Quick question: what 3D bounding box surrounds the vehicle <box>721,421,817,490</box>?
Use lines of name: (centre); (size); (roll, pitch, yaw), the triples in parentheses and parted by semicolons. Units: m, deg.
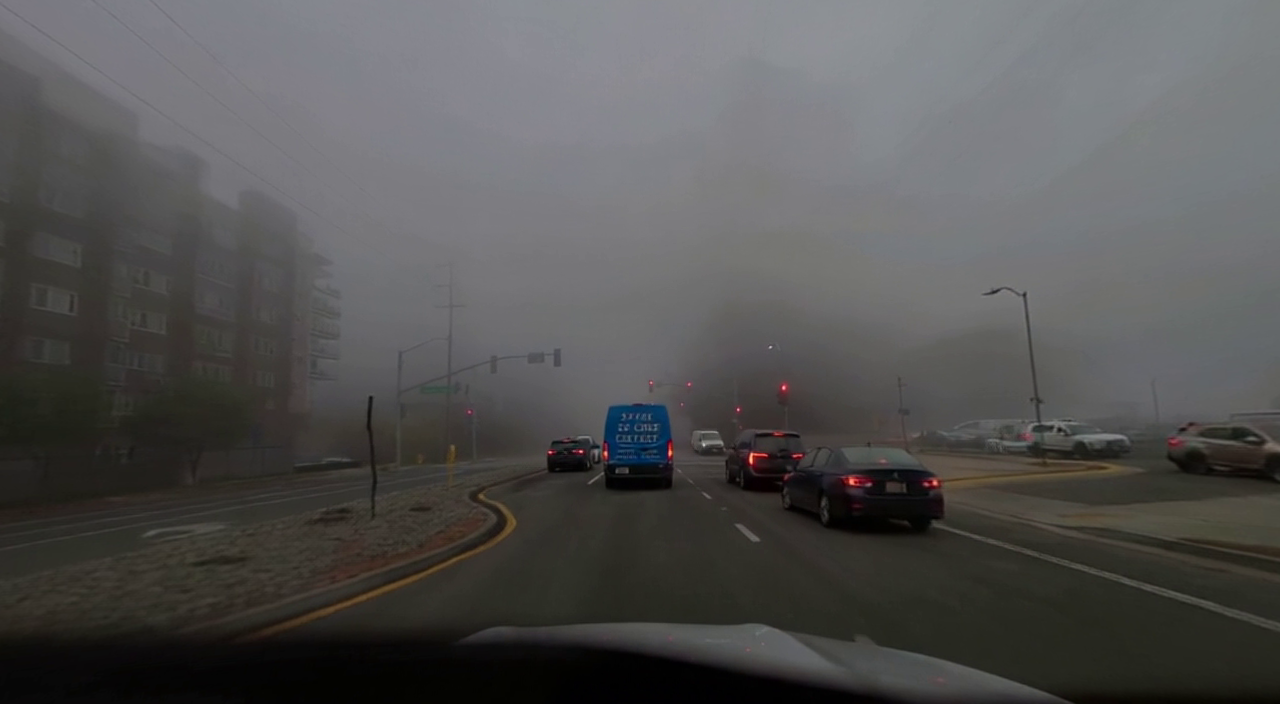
vehicle: (3.647, 3.017, 18.634); (1.965, 1.771, 4.295); (0, -8, 1)

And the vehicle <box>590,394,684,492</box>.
vehicle: (0.051, 2.706, 18.735); (2.422, 2.488, 4.992); (-1, -8, 3)

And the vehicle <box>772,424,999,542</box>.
vehicle: (3.605, 2.012, 10.367); (1.951, 1.483, 4.582); (0, -8, 1)

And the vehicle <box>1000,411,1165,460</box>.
vehicle: (17.097, 3.266, 24.567); (4.842, 1.792, 1.963); (0, -8, 2)

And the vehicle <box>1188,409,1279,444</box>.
vehicle: (31.637, 3.925, 33.111); (4.153, 1.764, 1.858); (1, -8, -8)
